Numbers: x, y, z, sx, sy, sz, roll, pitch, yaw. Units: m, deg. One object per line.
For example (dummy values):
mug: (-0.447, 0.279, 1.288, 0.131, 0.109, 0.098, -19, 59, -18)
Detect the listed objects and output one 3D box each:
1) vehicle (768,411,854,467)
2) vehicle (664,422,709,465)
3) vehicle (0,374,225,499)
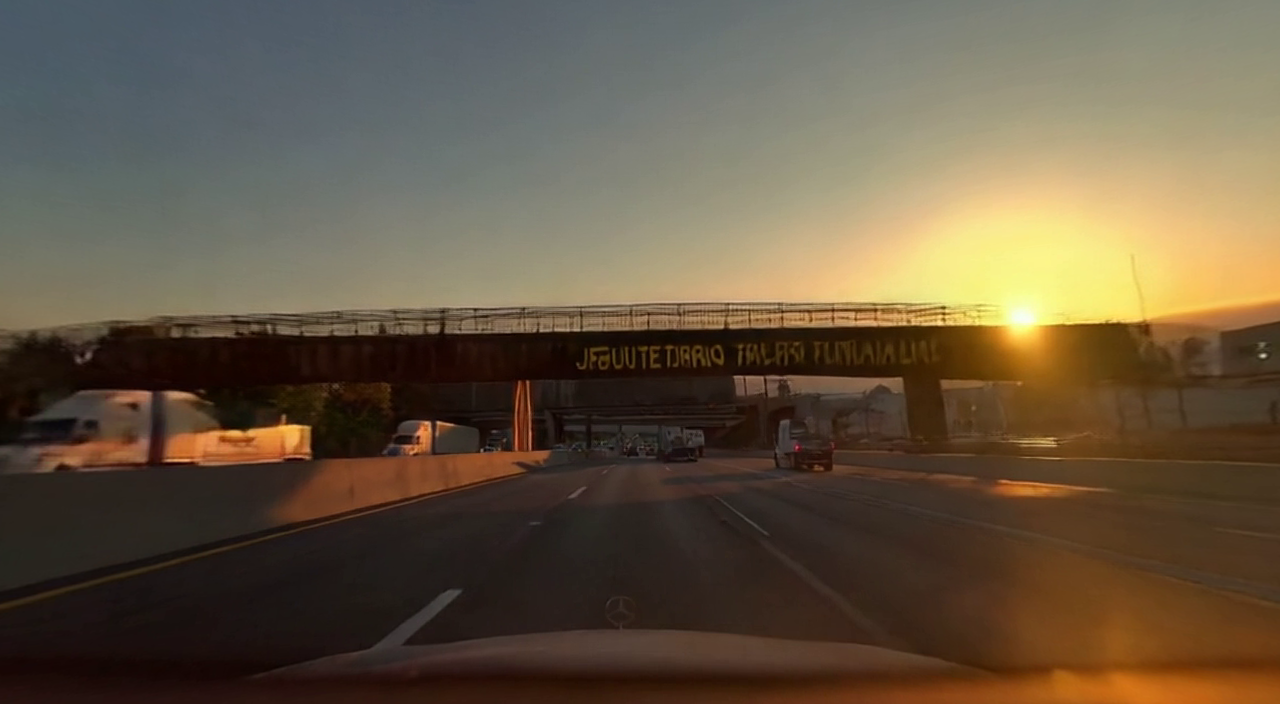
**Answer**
vehicle: (11.104, 5.890, 42.223, 2.912, 3.293, 9.588, 0, -9, -1)
vehicle: (3.521, 7.183, 49.439, 2.742, 3.054, 7.537, 0, -9, -1)
vehicle: (-17.367, 2.805, 20.747, 3.008, 3.447, 6.441, 0, -9, -1)
